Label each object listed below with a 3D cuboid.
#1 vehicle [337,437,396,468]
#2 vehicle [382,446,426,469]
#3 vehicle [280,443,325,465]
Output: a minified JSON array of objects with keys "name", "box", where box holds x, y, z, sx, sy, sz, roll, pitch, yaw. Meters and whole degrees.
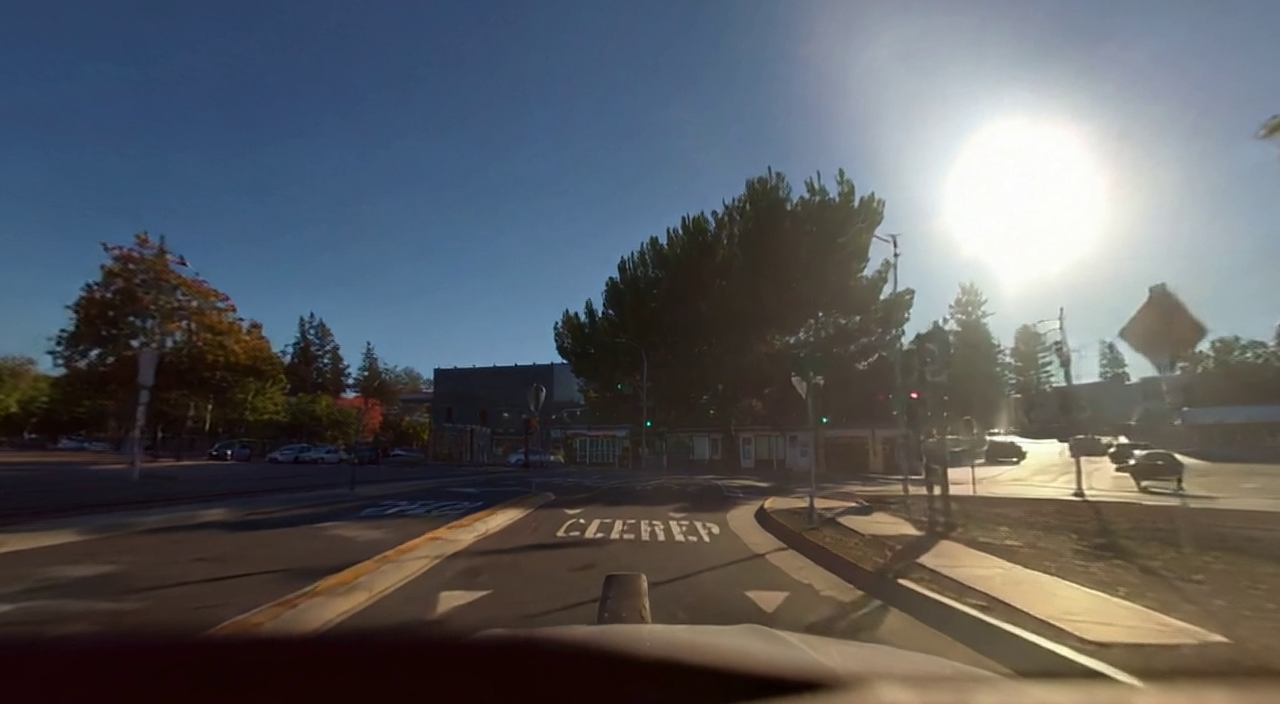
[{"name":"vehicle","box":[-18.214,6.695,42.100,2.337,1.934,4.843,1,-9,-8]},{"name":"vehicle","box":[-15.213,6.797,40.611,1.789,1.399,4.236,2,-9,-9]},{"name":"vehicle","box":[-24.544,7.443,45.748,1.771,1.510,3.545,2,-9,-9]}]
